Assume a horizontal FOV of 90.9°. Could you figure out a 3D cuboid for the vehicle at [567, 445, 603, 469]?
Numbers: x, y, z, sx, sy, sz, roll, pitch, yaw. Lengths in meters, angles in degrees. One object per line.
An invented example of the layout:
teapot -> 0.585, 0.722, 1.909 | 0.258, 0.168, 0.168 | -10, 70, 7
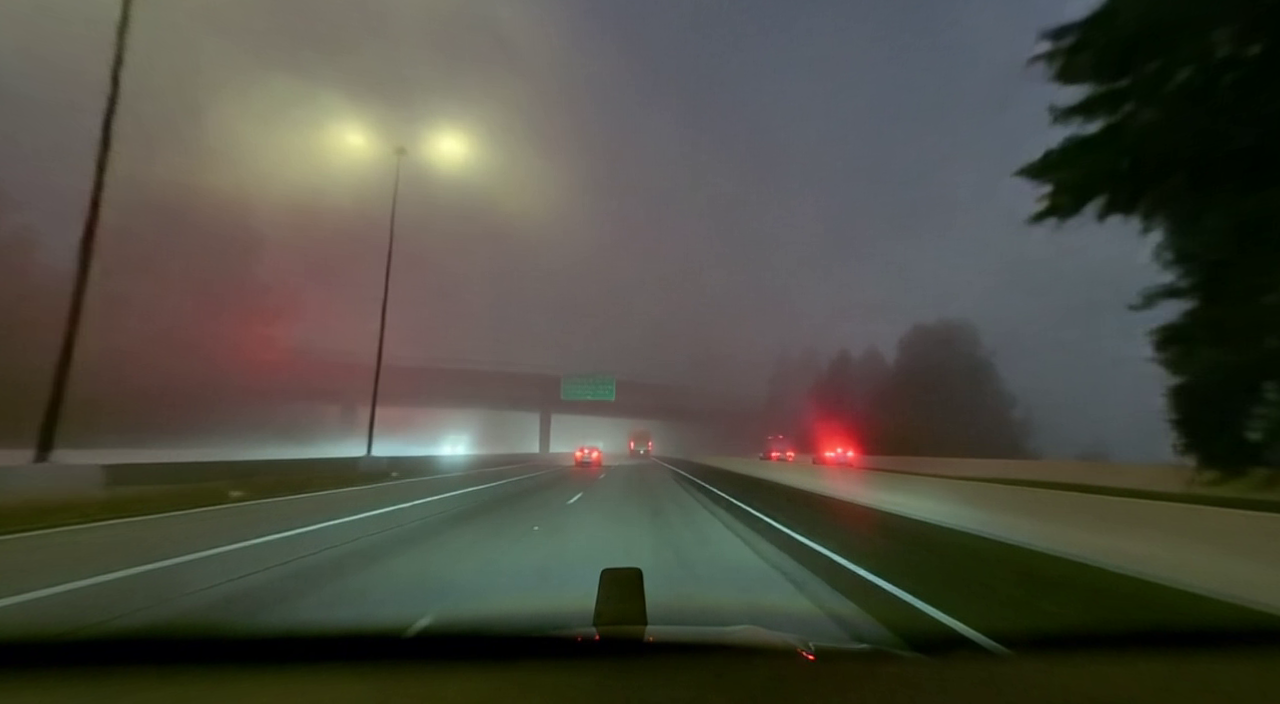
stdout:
vehicle -> -3.755, 7.290, 43.728 | 2.070, 1.564, 4.145 | 0, -9, 0
